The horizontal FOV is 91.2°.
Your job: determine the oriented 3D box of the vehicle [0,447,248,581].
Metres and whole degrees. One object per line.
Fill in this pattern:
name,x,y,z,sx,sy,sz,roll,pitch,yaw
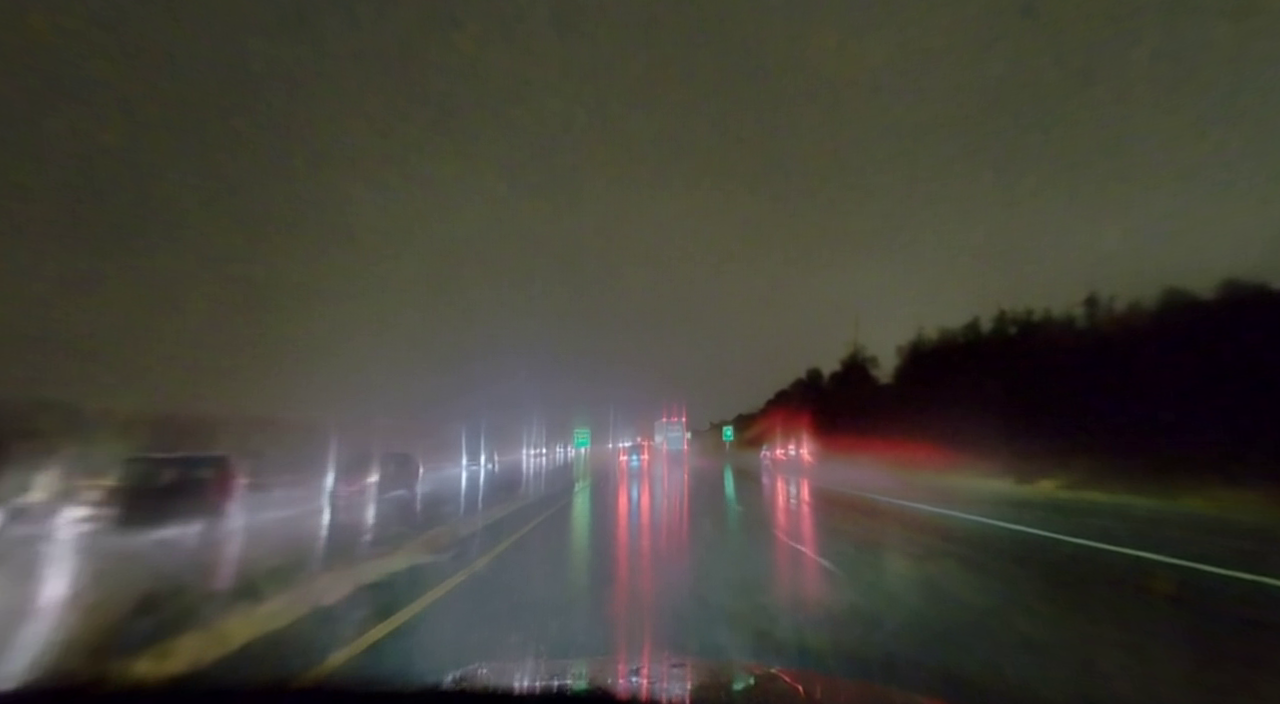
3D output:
vehicle,-8.003,2.163,9.208,1.908,1.499,4.040,0,-9,-1

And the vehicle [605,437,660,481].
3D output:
vehicle,-0.299,4.114,24.257,1.971,1.518,4.108,0,-9,-1

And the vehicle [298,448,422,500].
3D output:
vehicle,-9.005,3.923,20.639,2.005,1.493,4.505,-1,-9,0
